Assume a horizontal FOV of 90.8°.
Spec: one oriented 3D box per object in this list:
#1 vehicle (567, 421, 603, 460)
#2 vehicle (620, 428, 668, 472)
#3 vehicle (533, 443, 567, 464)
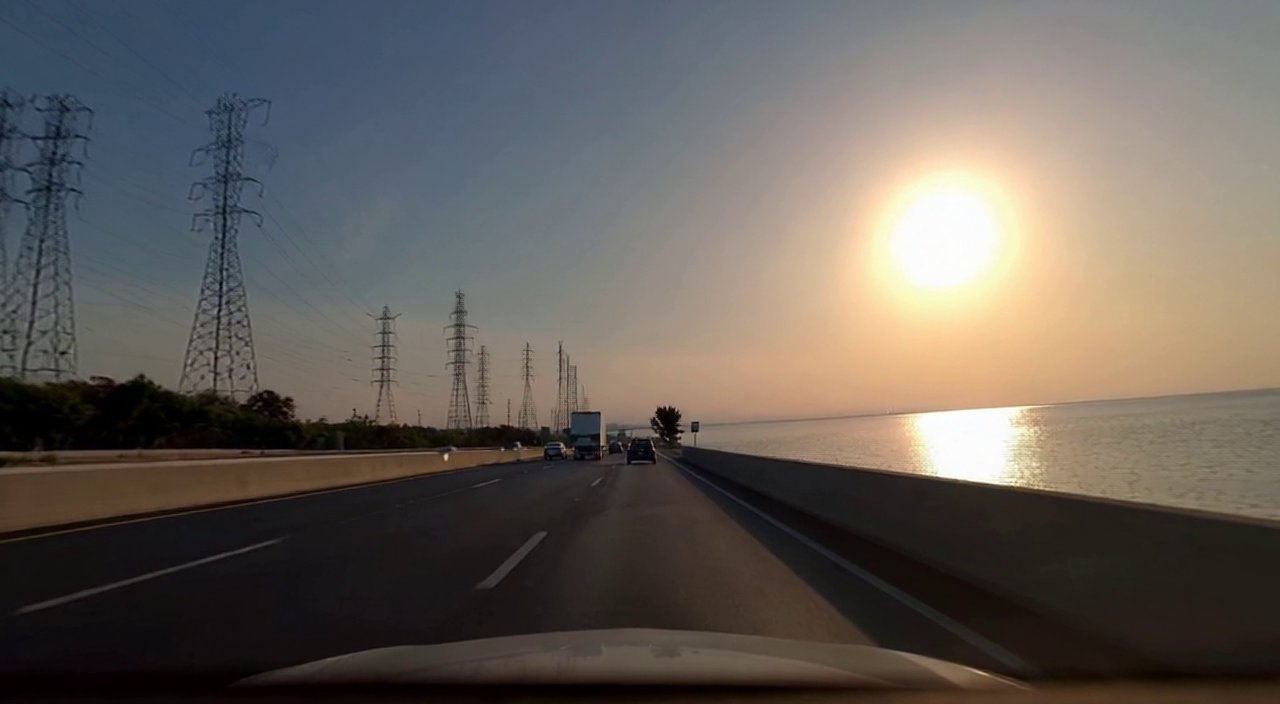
[{"bbox_3d":[-3.635,5.925,42.244,2.178,2.522,2.054,0,-8,1],"label":"vehicle"},{"bbox_3d":[0.235,5.153,33.451,2.358,2.144,4.713,0,-8,1],"label":"vehicle"},{"bbox_3d":[-6.936,7.834,49.057,2.004,1.545,4.513,0,-8,0],"label":"vehicle"}]
